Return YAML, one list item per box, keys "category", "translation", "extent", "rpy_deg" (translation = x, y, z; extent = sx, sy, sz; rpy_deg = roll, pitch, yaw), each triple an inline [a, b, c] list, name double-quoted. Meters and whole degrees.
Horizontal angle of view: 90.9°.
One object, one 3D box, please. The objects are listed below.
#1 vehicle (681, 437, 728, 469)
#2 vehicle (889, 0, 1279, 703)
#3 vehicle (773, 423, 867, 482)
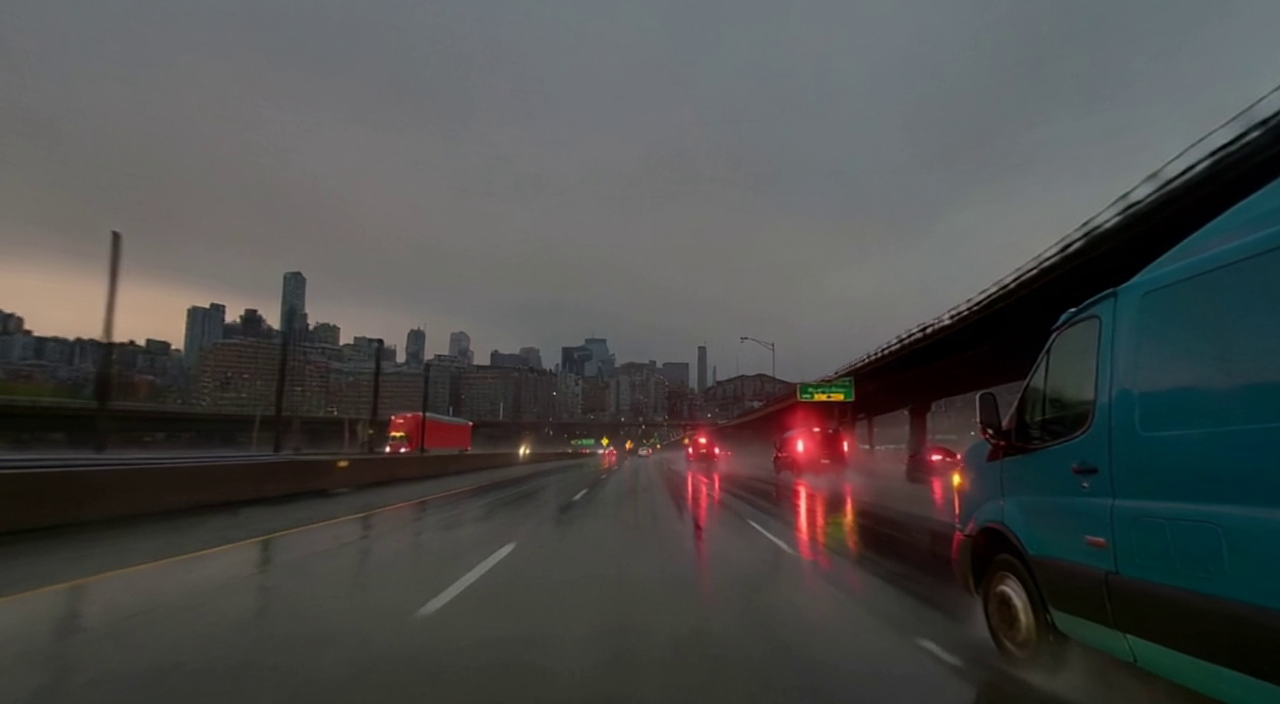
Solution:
- category: "vehicle"
  translation: [4.222, 6.701, 42.212]
  extent: [2.464, 1.961, 5.520]
  rpy_deg: [0, -8, -1]
- category: "vehicle"
  translation: [3.173, 0.150, 1.286]
  extent: [2.436, 2.745, 7.034]
  rpy_deg: [0, -8, 0]
- category: "vehicle"
  translation: [7.326, 4.177, 26.397]
  extent: [2.301, 2.203, 5.419]
  rpy_deg: [0, -8, 0]
